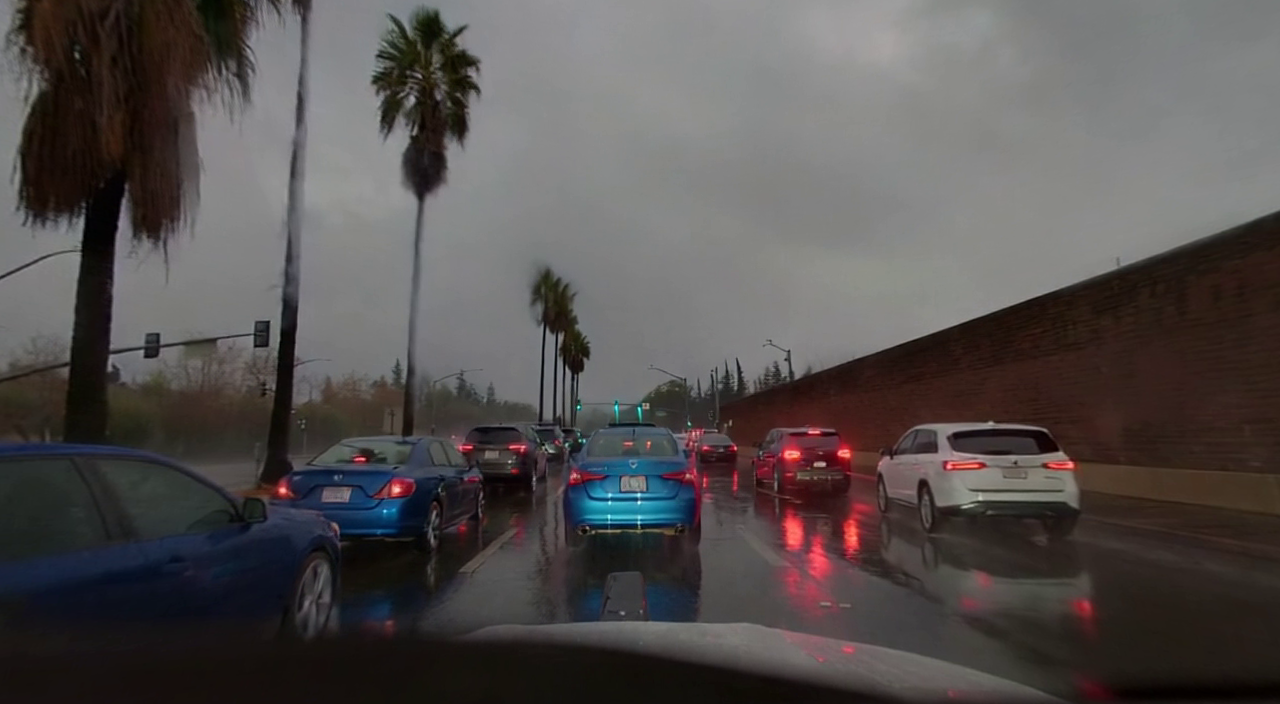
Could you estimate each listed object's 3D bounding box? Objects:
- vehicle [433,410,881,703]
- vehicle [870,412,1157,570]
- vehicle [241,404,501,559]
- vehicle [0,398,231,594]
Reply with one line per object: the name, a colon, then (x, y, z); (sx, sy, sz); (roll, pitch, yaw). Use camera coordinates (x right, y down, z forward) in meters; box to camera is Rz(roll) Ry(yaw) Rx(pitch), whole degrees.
vehicle: (0.041, 1.340, 5.193); (2.128, 1.473, 4.272); (0, -8, -1)
vehicle: (4.964, 1.871, 9.283); (2.112, 1.717, 4.432); (-2, -9, 10)
vehicle: (-3.520, 1.783, 9.275); (2.055, 1.746, 4.136); (0, -8, -1)
vehicle: (-6.676, 1.400, 6.382); (1.963, 1.721, 4.662); (0, -8, -2)
